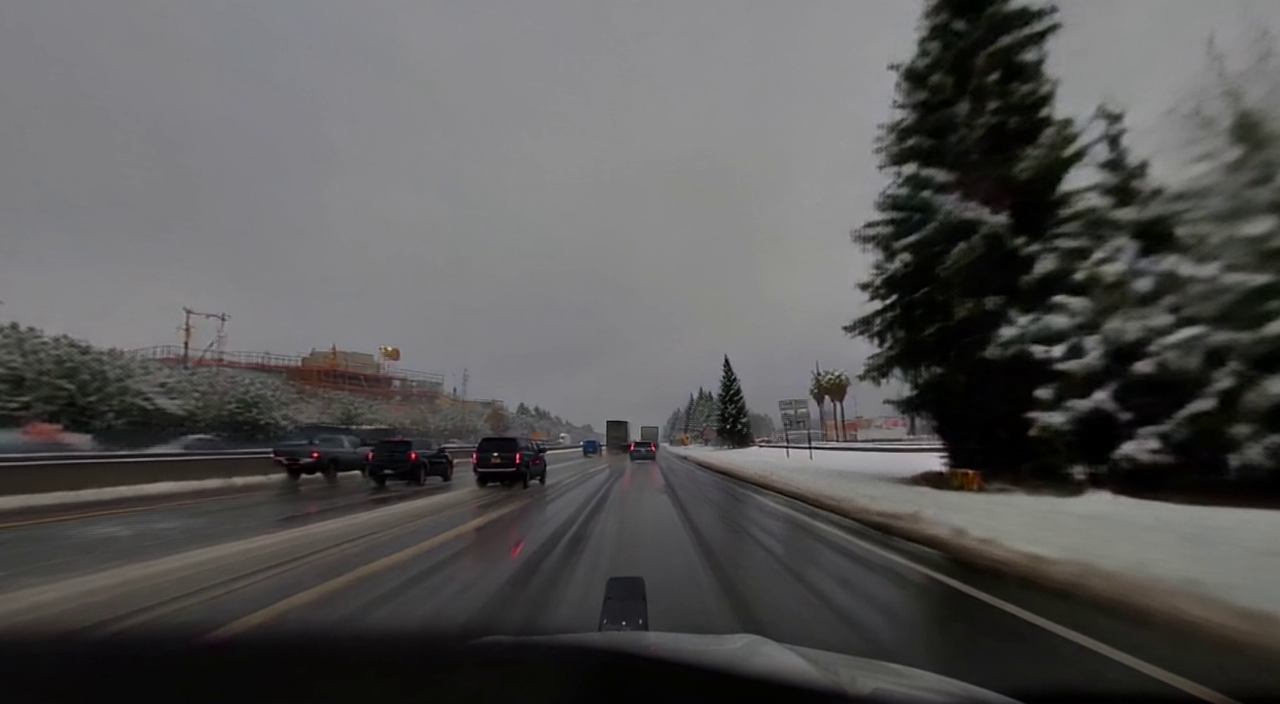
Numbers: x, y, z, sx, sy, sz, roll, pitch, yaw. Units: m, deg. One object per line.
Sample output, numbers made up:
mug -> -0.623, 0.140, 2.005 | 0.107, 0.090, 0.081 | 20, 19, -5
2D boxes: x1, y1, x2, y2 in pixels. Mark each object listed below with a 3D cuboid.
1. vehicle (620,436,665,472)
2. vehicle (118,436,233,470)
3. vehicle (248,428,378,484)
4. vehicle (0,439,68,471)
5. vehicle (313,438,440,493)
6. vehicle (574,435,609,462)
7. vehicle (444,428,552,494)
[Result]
vehicle -> 0.126, 5.173, 32.106 | 2.136, 1.678, 4.052 | 0, -8, 1
vehicle -> -22.491, 4.899, 30.832 | 1.981, 1.517, 4.614 | -1, -8, 2
vehicle -> -11.998, 3.846, 23.627 | 2.077, 1.829, 5.101 | 0, -8, 1
vehicle -> -30.033, 4.837, 29.649 | 1.962, 1.459, 4.416 | -1, -8, 2
vehicle -> -7.924, 3.417, 19.471 | 1.949, 1.476, 4.410 | 0, -8, 1
vehicle -> -3.689, 7.395, 48.630 | 2.203, 1.958, 4.848 | 0, -8, 1
vehicle -> -4.111, 3.237, 19.129 | 2.108, 1.740, 4.549 | 0, -8, 1
